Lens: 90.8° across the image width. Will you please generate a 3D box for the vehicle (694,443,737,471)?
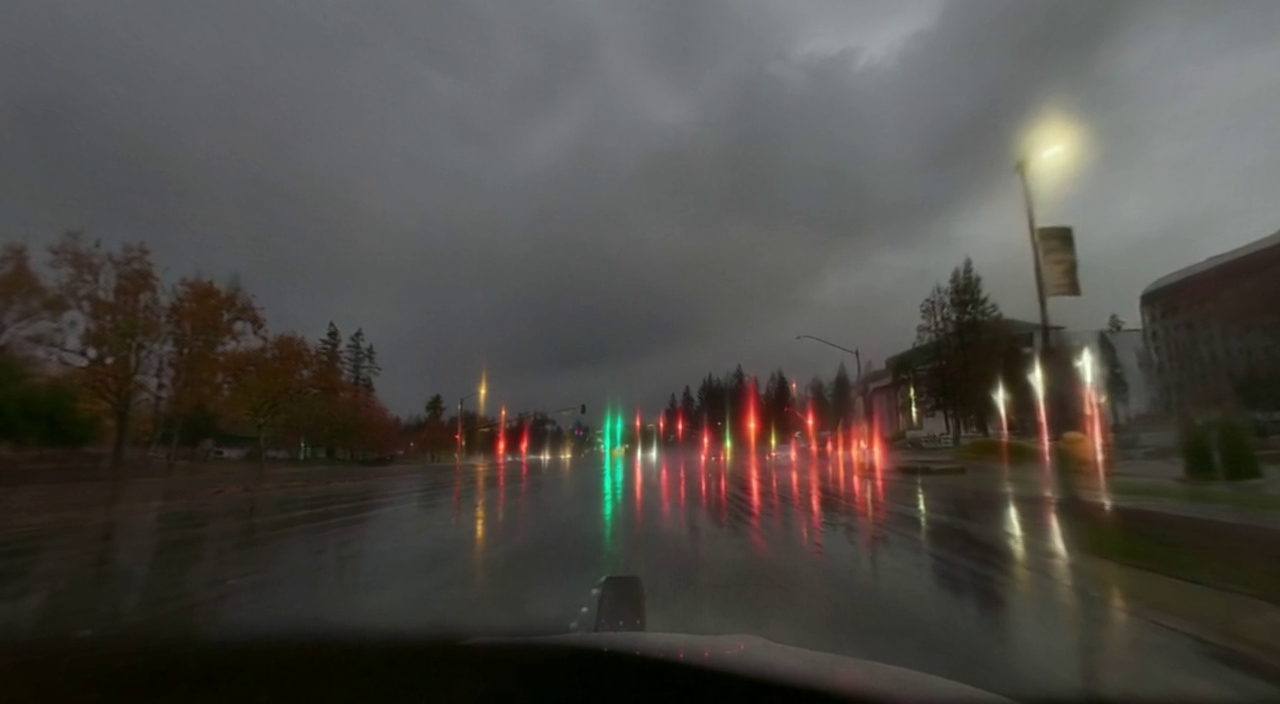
[{"bbox_3d":[4.231,5.956,36.081,2.133,1.481,4.276,-1,-9,4],"label":"vehicle"}]
